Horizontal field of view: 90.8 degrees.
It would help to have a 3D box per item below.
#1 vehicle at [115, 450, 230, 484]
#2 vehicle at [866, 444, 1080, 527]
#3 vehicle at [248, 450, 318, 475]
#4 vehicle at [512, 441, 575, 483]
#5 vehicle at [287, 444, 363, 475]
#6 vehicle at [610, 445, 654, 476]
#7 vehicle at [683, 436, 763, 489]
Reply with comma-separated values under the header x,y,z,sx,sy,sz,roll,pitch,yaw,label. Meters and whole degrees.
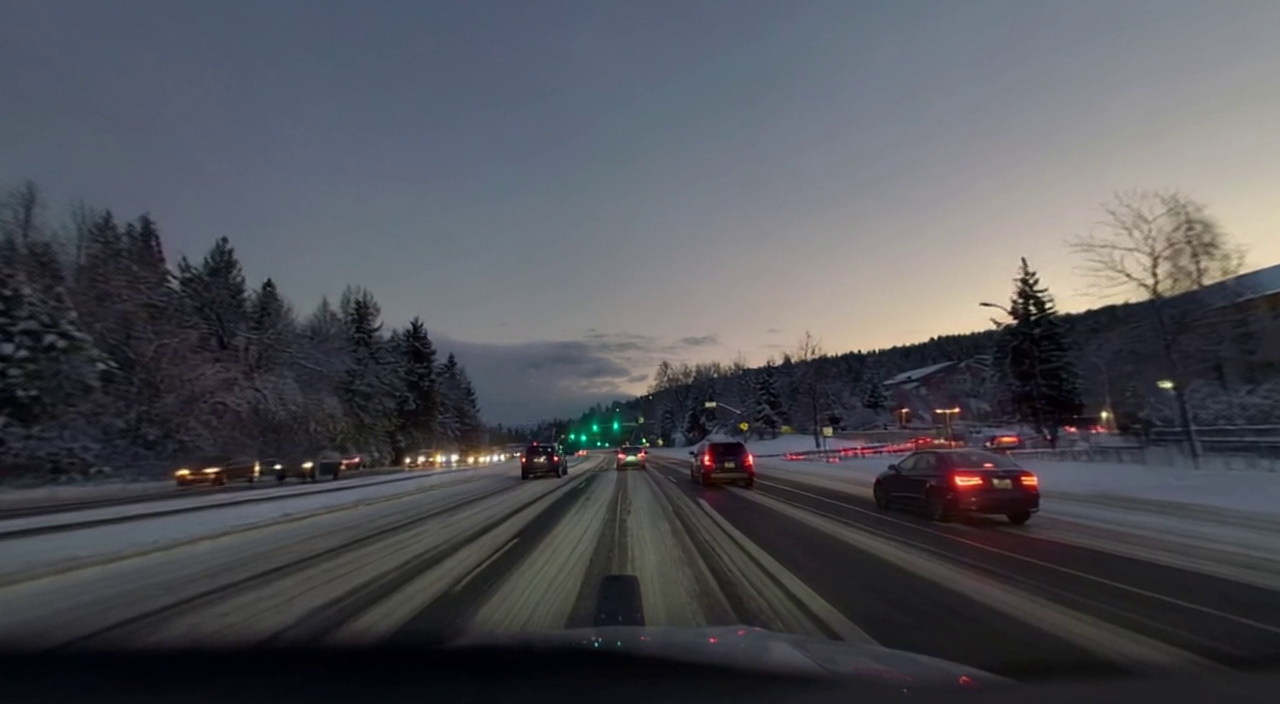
x,y,z,sx,sy,sz,roll,pitch,yaw,label
-22.599,5.559,30.840,2.019,1.467,4.808,0,-8,-1,vehicle
6.495,2.609,13.025,1.945,1.408,4.288,0,-8,-2,vehicle
-22.830,7.039,40.610,1.919,1.462,4.580,0,-8,-1,vehicle
-4.197,4.826,28.049,2.172,1.671,4.175,0,-8,-1,vehicle
-19.023,6.502,38.431,2.241,1.732,4.747,0,-8,-1,vehicle
-0.468,5.596,32.882,2.155,1.486,4.403,0,-8,-2,vehicle
2.899,3.973,23.078,2.161,1.716,4.194,0,-8,-3,vehicle
